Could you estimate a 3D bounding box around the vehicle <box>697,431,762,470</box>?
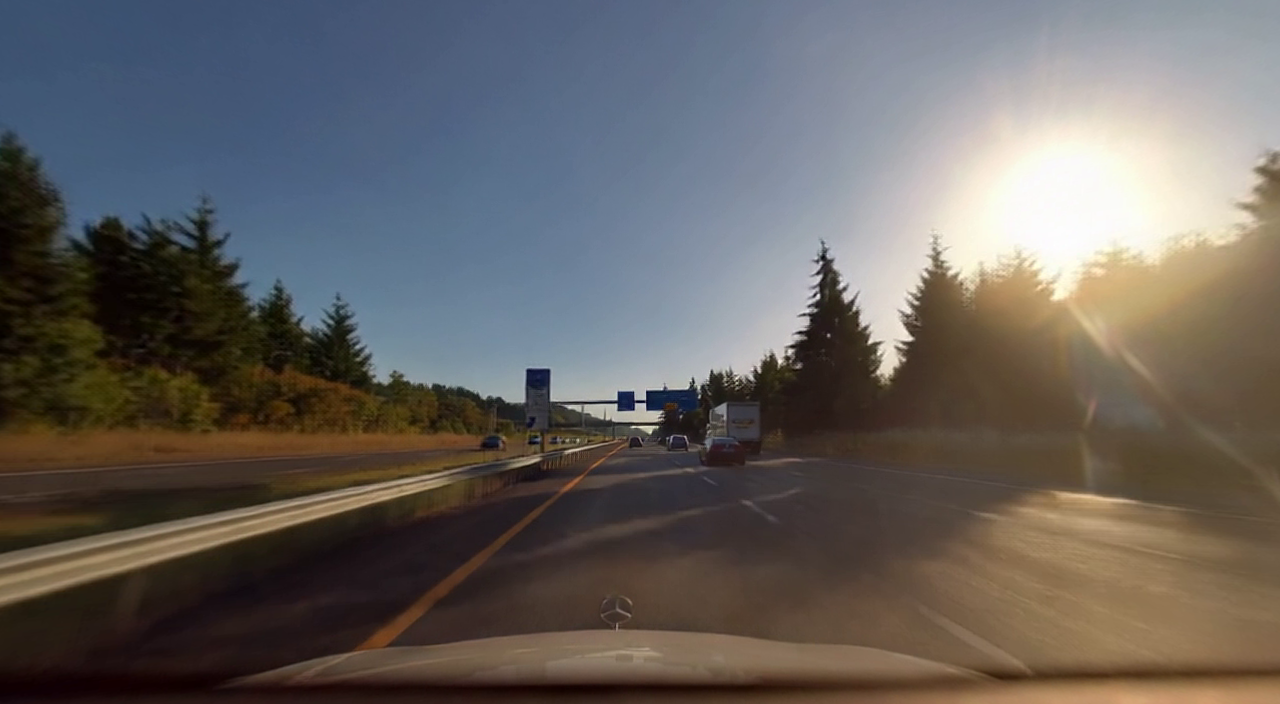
[{"bbox_3d":[3.768,4.208,27.296,1.986,1.501,4.529,0,-8,-2],"label":"vehicle"}]
